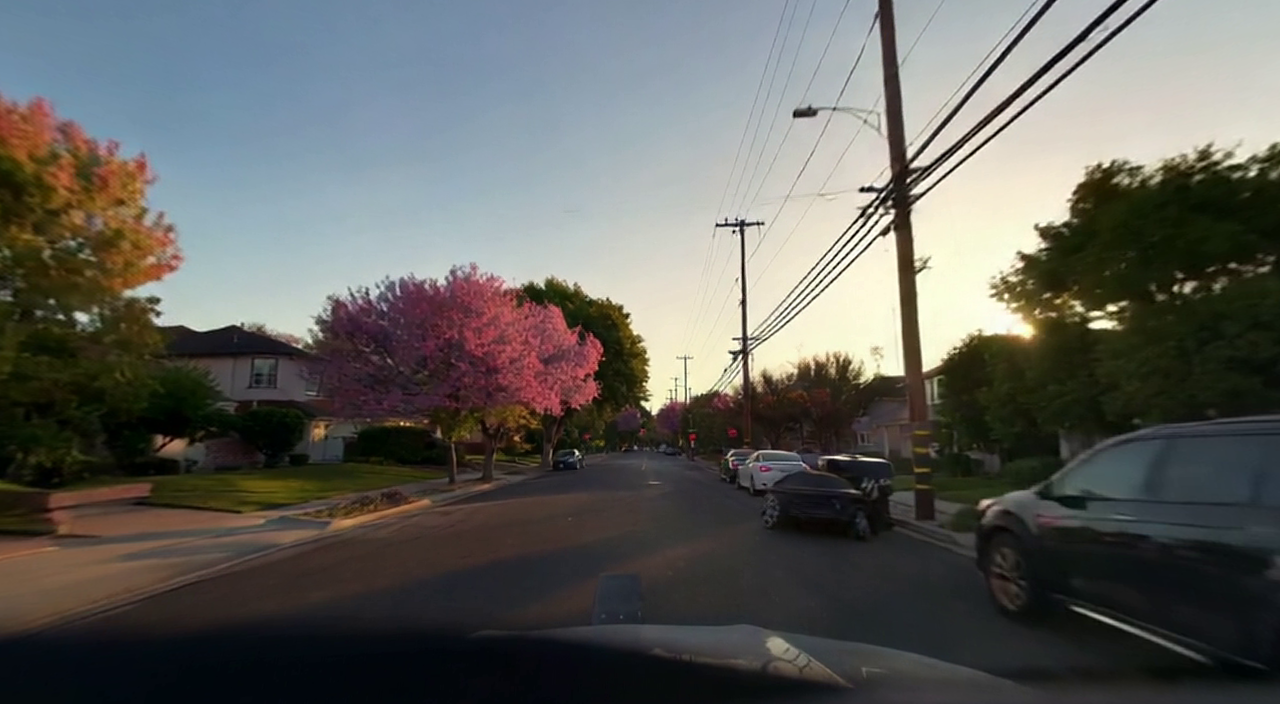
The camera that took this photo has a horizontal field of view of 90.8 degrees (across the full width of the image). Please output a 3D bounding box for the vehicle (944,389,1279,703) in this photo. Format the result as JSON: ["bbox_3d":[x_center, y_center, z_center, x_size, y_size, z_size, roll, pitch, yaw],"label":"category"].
[{"bbox_3d":[3.935,1.146,3.703,2.103,1.679,4.386,0,-9,0],"label":"vehicle"}]

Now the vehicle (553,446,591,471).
[{"bbox_3d":[-4.475,7.114,42.375,1.938,1.508,4.481,0,-8,2],"label":"vehicle"}]

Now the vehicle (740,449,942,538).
[{"bbox_3d":[4.223,2.710,12.872,2.075,1.449,4.526,-9,-12,43],"label":"vehicle"}]
